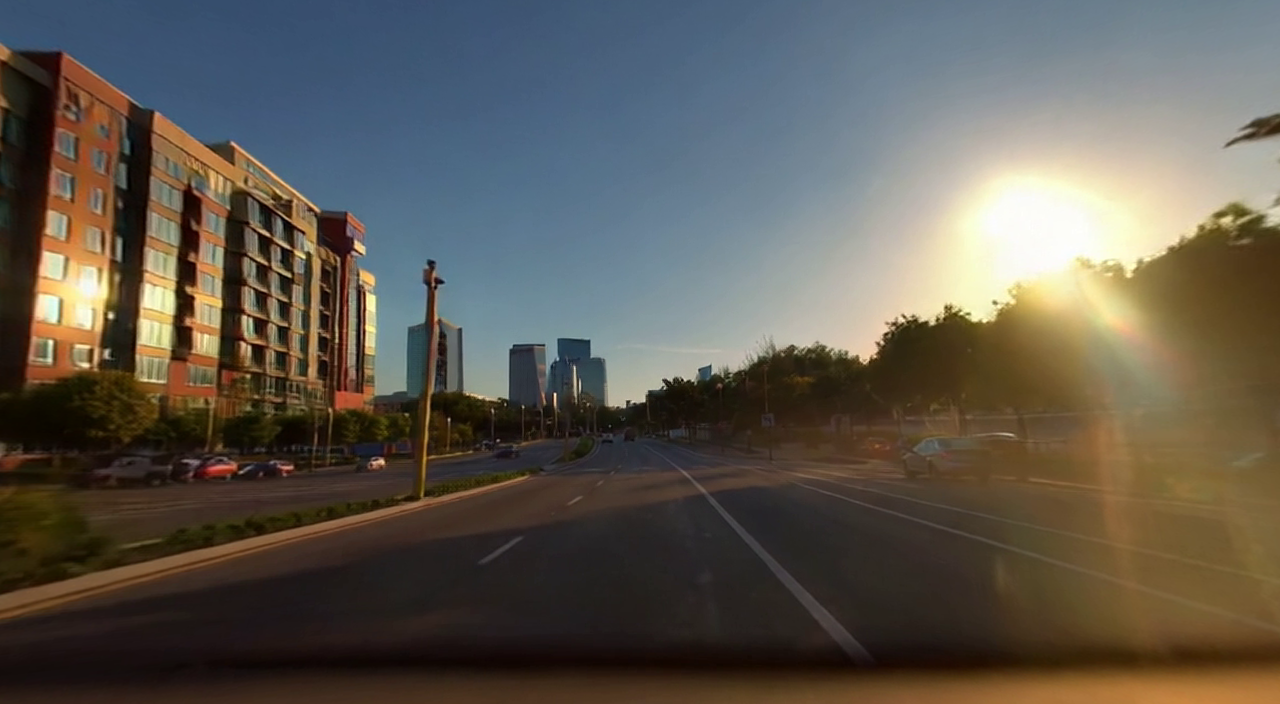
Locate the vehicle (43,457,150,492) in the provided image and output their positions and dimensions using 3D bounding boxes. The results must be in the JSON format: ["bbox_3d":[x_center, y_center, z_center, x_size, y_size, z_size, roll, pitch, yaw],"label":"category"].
[{"bbox_3d":[-28.925,6.498,33.735,1.828,1.680,4.219,0,-8,2],"label":"vehicle"}]

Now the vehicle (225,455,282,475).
[{"bbox_3d":[-28.655,8.392,46.859,1.629,1.411,3.897,-1,-9,2],"label":"vehicle"}]

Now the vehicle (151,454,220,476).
[{"bbox_3d":[-34.228,8.506,47.556,3.844,1.533,1.734,4,-9,-25],"label":"vehicle"}]
